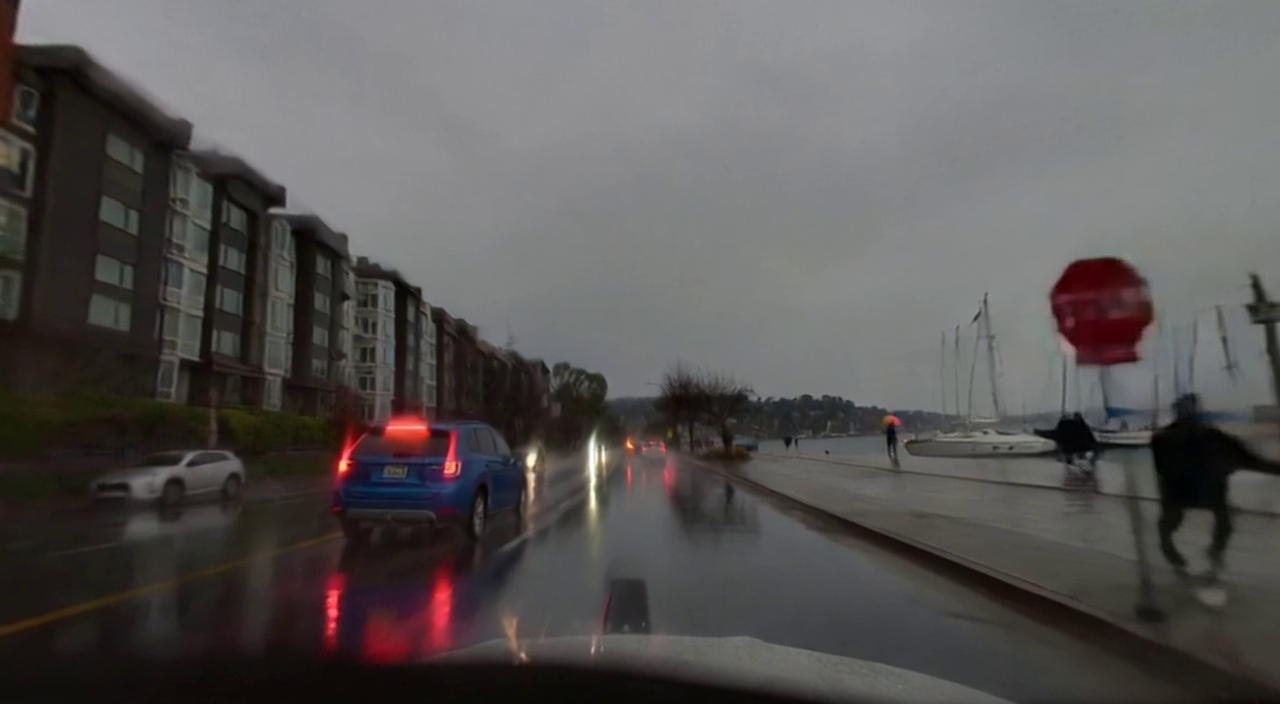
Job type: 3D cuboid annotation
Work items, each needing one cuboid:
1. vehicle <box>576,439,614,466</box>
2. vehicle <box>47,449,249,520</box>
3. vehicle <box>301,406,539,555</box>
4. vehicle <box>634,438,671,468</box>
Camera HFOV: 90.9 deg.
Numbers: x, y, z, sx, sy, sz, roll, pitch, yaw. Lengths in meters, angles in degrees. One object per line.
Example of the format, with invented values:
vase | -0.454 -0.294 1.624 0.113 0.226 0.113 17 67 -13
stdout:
vehicle | -2.942 6.658 42.027 2.056 1.680 4.205 -1 -9 2
vehicle | -13.638 3.649 17.932 2.117 1.703 4.373 -1 -9 2
vehicle | -3.099 1.939 10.199 2.082 1.817 4.724 -1 -9 1
vehicle | 0.709 5.903 37.048 2.057 1.624 3.726 -1 -9 1
